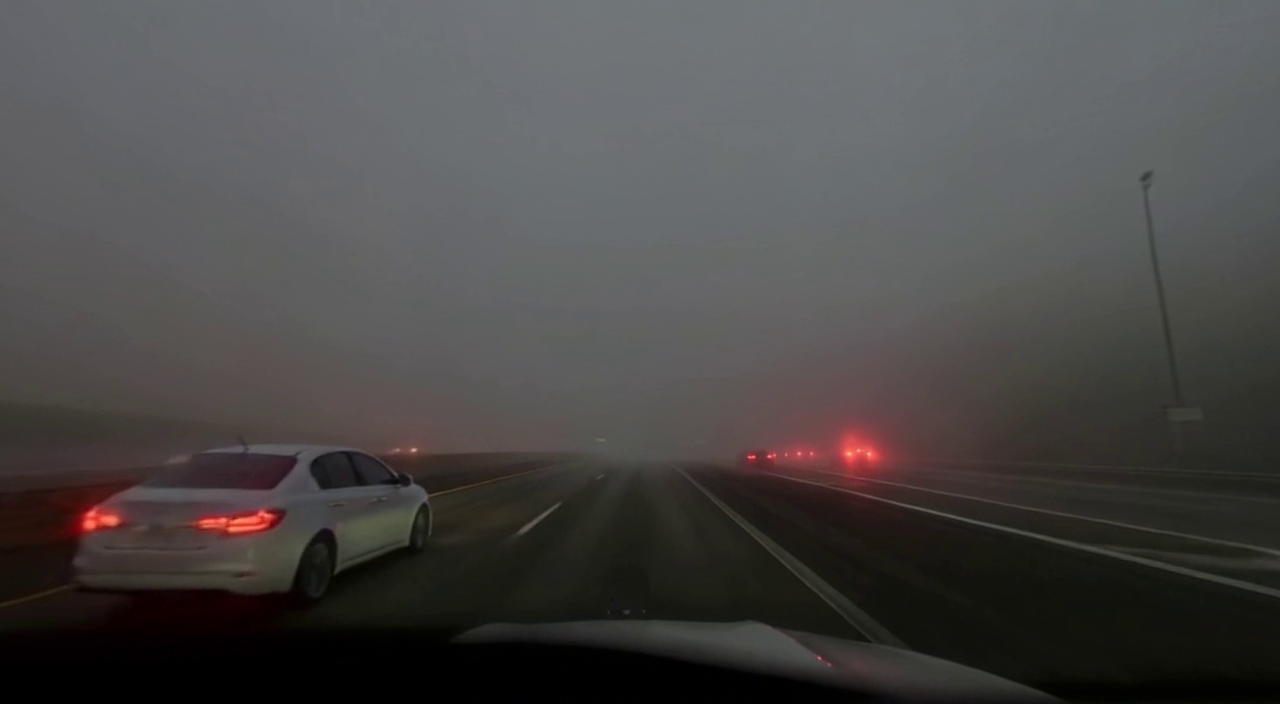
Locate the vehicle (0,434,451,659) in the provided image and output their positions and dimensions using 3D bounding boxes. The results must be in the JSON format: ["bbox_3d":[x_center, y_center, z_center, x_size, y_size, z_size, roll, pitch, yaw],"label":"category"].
[{"bbox_3d":[-3.558,1.614,6.306,1.968,1.504,3.892,0,-8,3],"label":"vehicle"}]
